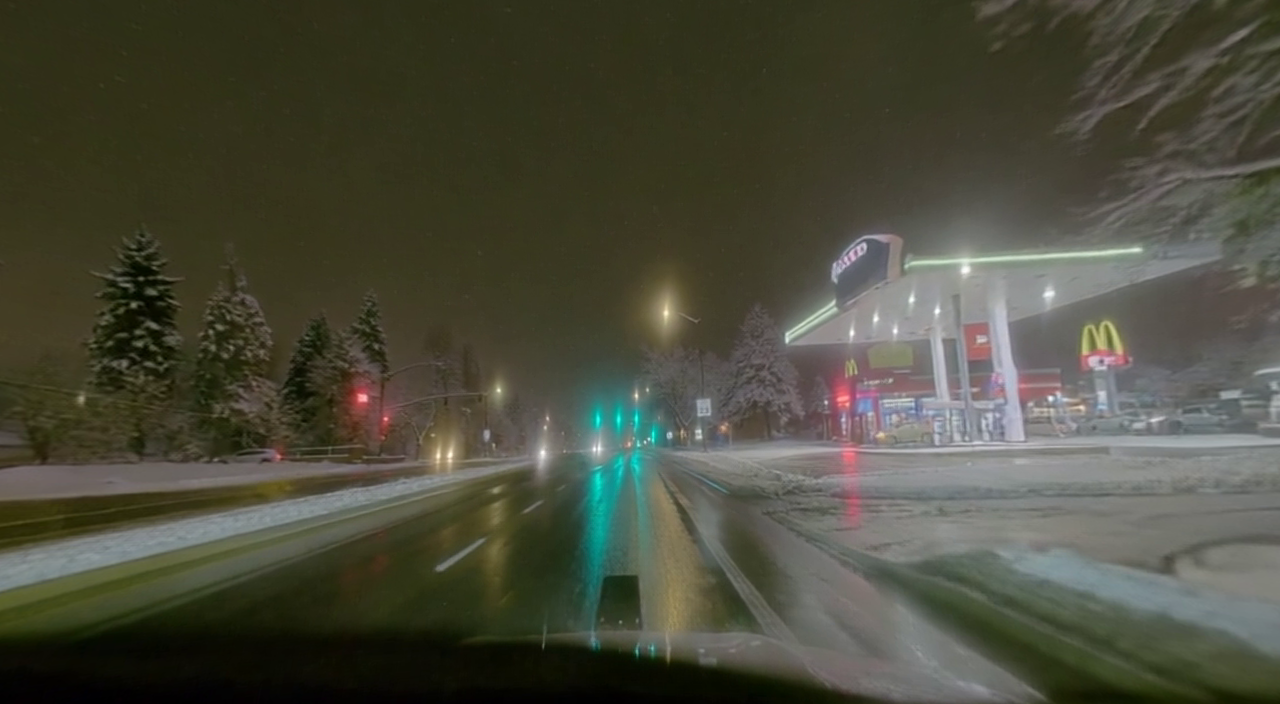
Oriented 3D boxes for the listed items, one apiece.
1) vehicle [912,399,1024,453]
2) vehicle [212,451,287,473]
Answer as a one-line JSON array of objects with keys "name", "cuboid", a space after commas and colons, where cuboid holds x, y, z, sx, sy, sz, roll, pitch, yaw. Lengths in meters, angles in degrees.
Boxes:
[{"name": "vehicle", "cuboid": [15.984, 3.657, 30.573, 5.529, 2.395, 2.399, 6, -10, -35]}, {"name": "vehicle", "cuboid": [-28.927, 8.116, 46.667, 4.420, 1.445, 1.954, 6, -10, -37]}]
